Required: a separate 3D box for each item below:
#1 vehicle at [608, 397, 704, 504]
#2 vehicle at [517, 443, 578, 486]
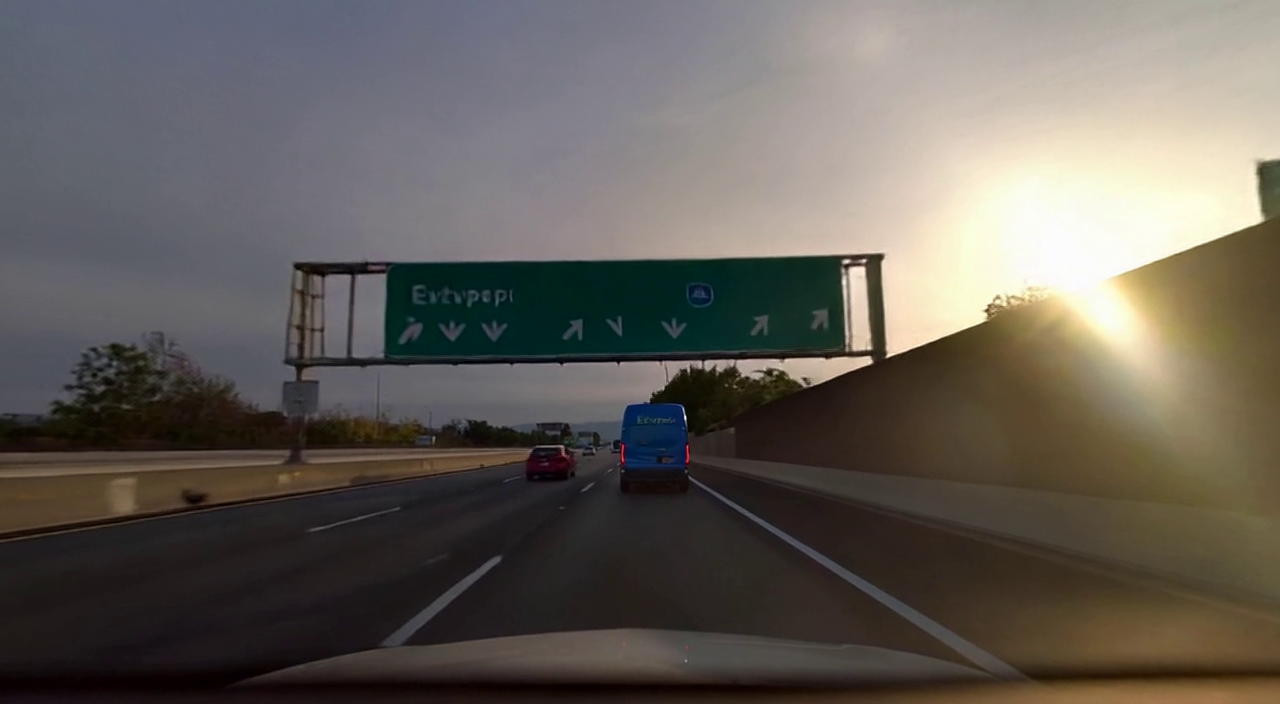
[{"bbox_3d":[0.310,2.799,18.071,2.332,2.558,5.314,0,-9,-2],"label":"vehicle"},{"bbox_3d":[-3.422,4.230,23.960,1.788,1.500,3.475,0,-9,0],"label":"vehicle"}]
